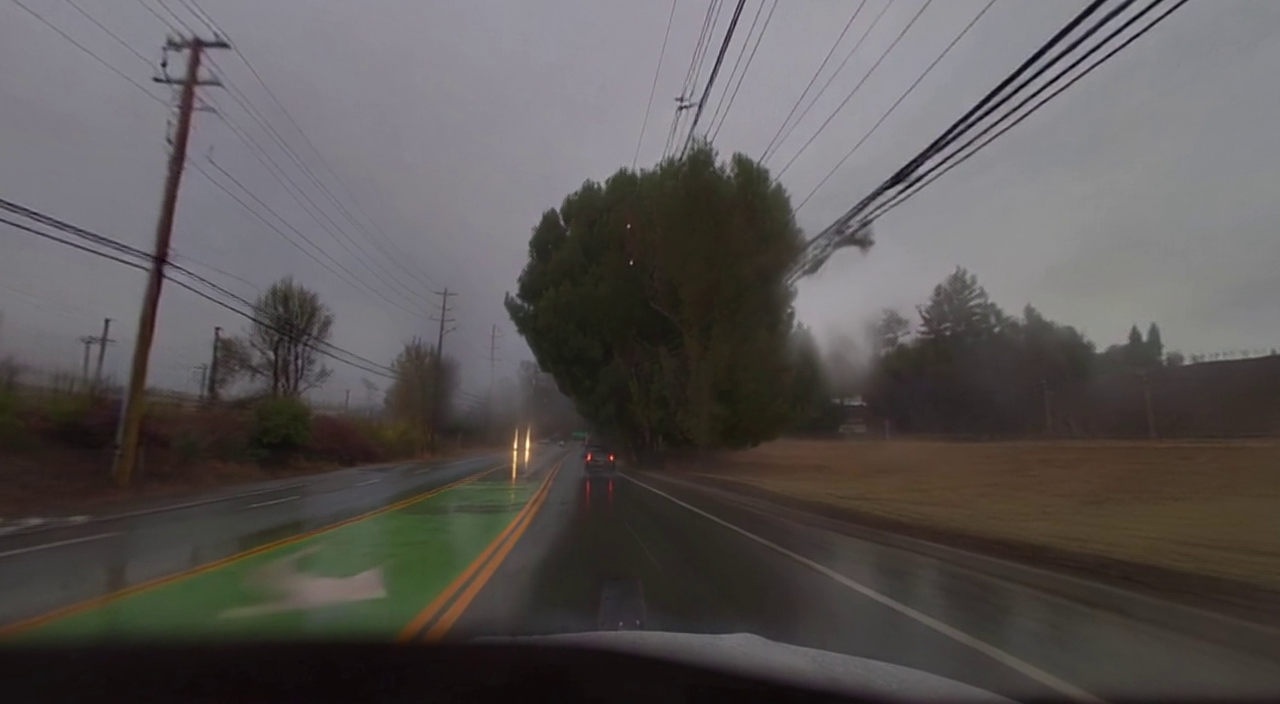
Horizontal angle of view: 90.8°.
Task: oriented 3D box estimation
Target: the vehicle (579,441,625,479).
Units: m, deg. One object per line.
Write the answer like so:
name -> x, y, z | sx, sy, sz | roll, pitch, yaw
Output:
vehicle -> -2.012, 5.430, 32.105 | 2.140, 1.767, 4.720 | 1, -9, -6
